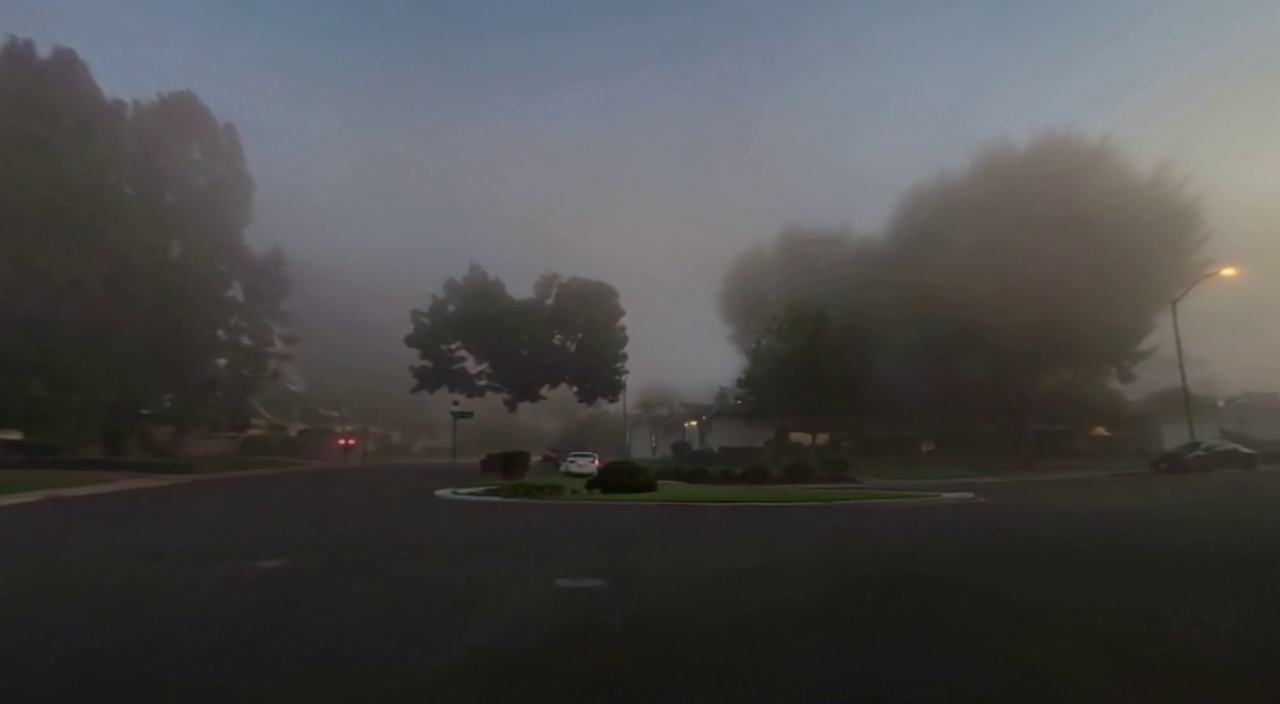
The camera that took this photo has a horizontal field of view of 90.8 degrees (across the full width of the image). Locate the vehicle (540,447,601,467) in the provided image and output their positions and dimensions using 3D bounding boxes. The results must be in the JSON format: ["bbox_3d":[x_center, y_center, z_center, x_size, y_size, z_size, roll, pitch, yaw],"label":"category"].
[{"bbox_3d":[-5.403,8.193,49.395,4.585,1.457,1.899,1,-9,-6],"label":"vehicle"}]

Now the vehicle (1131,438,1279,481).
[{"bbox_3d":[22.661,4.239,25.112,4.750,1.559,1.928,-6,-11,35],"label":"vehicle"}]
